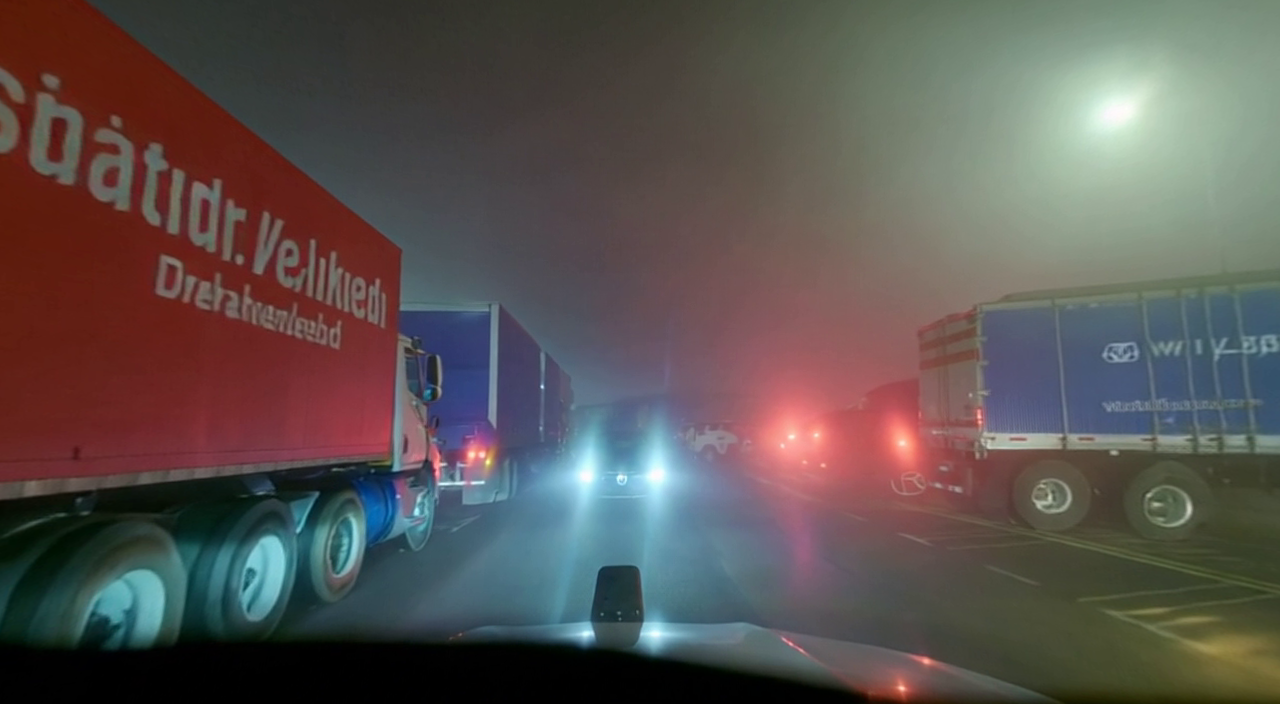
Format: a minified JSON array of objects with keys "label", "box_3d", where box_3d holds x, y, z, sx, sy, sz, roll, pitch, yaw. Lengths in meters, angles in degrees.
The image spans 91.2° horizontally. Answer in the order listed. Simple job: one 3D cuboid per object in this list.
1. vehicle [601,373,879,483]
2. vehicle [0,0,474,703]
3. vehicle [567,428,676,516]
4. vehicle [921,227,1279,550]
[{"label":"vehicle","box_3d":[3.743,3.704,30.015,2.877,4.124,14.516,3,-8,-41]},{"label":"vehicle","box_3d":[-3.991,0.509,5.018,2.986,3.391,9.523,0,-9,-2]},{"label":"vehicle","box_3d":[-0.378,2.663,14.316,2.140,1.682,3.971,0,-9,0]},{"label":"vehicle","box_3d":[11.140,0.322,7.598,13.564,4.152,3.110,-9,-12,42]}]
